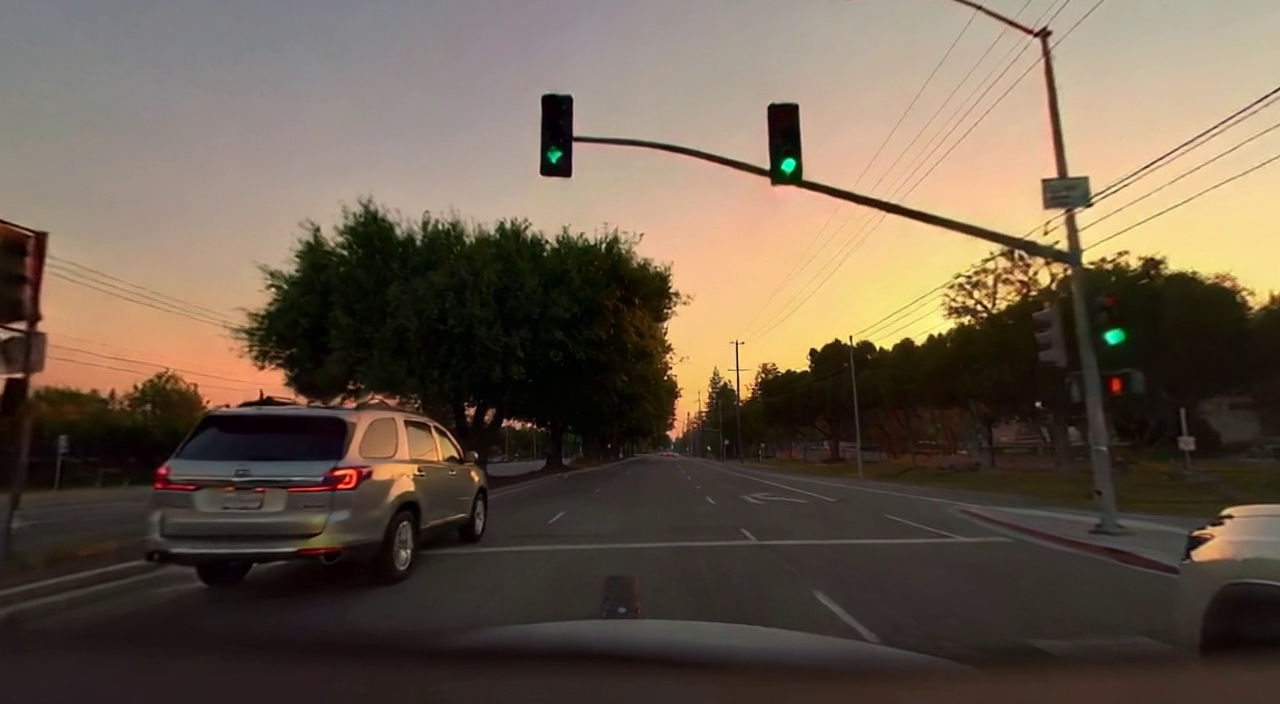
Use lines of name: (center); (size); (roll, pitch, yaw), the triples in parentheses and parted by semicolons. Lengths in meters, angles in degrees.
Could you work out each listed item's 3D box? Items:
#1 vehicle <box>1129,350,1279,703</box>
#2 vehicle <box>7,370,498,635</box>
vehicle: (3.569, 0.632, 1.031); (2.056, 1.703, 4.305); (0, -8, 0)
vehicle: (-3.522, 1.519, 7.514); (2.374, 1.985, 5.391); (0, -8, 0)
